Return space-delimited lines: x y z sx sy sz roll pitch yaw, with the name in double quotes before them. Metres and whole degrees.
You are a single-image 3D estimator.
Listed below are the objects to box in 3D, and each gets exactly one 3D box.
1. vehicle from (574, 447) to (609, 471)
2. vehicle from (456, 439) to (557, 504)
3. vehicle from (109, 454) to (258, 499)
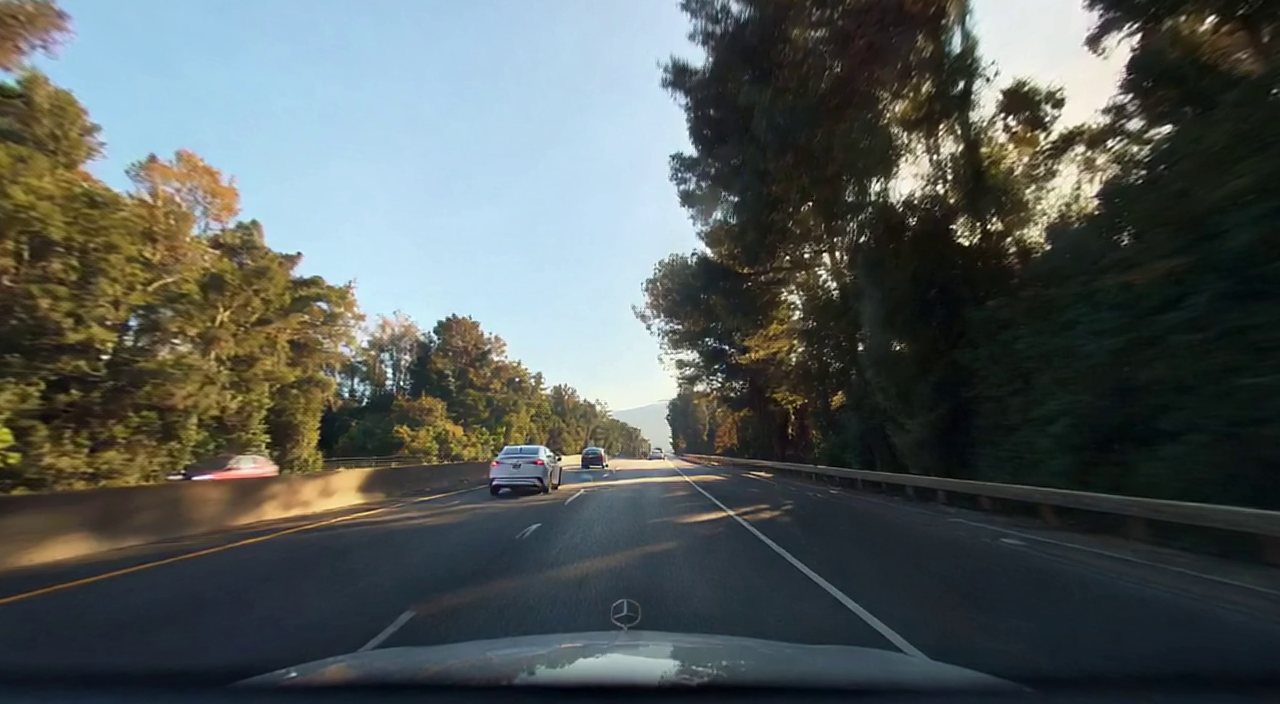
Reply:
"vehicle" -3.318 7.448 44.046 1.996 1.565 4.159 0 -9 2
"vehicle" -3.595 3.295 17.765 1.846 1.600 4.108 0 -9 1
"vehicle" -16.704 4.548 23.466 1.974 1.470 4.704 0 -9 1
